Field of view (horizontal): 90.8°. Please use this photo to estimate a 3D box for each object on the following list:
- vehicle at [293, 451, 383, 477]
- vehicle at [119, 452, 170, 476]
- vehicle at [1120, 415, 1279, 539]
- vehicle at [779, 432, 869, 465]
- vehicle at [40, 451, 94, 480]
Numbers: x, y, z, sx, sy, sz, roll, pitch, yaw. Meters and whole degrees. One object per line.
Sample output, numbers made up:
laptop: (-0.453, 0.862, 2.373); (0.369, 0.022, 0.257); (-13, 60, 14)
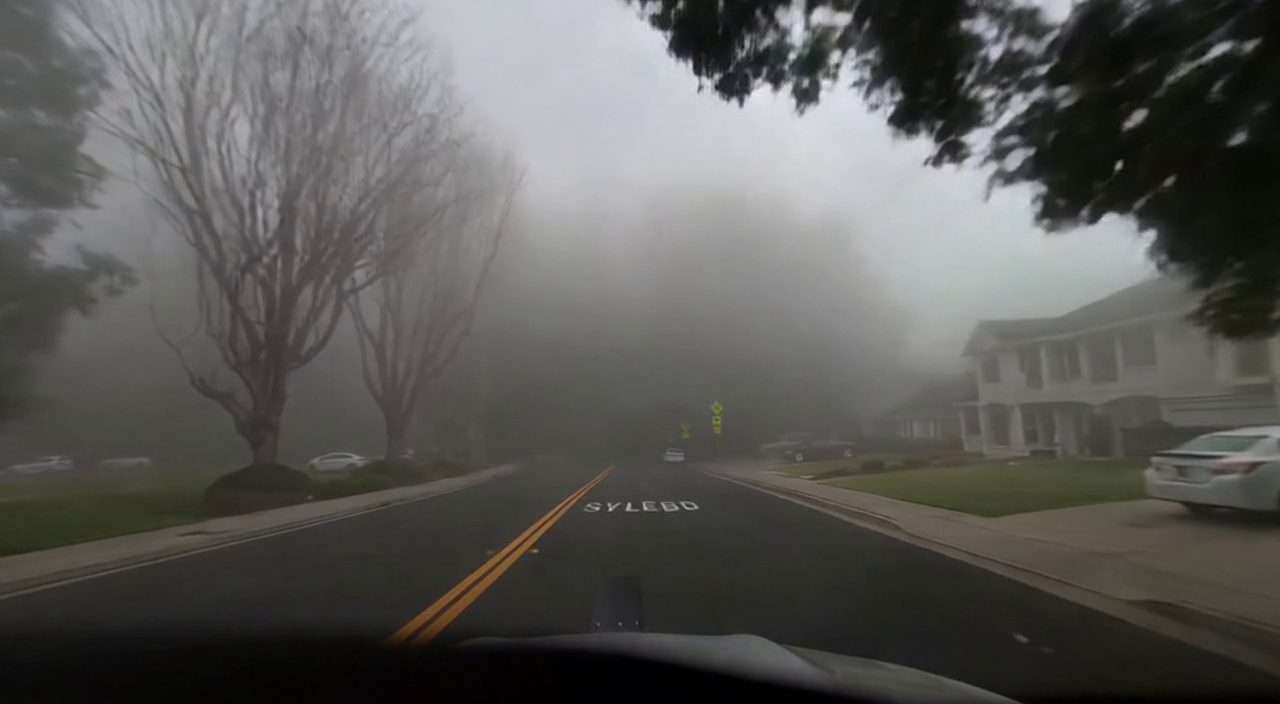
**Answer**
vehicle: (-19.203, 7.091, 40.272); (4.691, 1.483, 1.955); (8, -12, -44)
vehicle: (-36.432, 8.206, 46.375); (4.177, 1.621, 1.965); (-7, -11, 39)
vehicle: (9.985, 1.625, 9.068); (4.544, 1.496, 1.916); (-3, -9, -2)
vehicle: (11.019, 5.809, 38.063); (4.750, 1.658, 1.902); (-3, -10, 0)
vehicle: (-35.996, 7.088, 39.635); (4.938, 1.720, 1.926); (-9, -12, 42)
